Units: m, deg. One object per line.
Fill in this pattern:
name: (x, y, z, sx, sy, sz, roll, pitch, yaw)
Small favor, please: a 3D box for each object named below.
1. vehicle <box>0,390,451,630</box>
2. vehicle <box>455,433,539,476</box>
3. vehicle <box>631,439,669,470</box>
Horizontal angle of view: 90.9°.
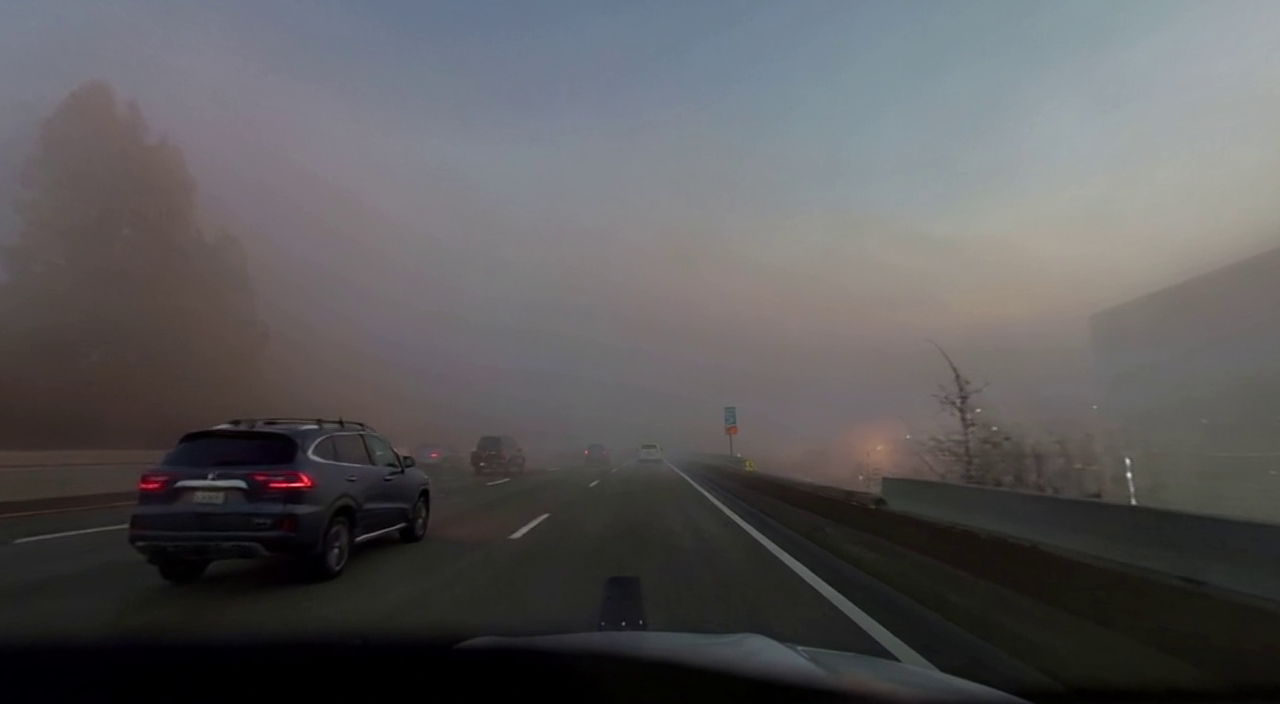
vehicle: (-3.997, 1.495, 7.058, 2.136, 1.718, 4.873, 0, -8, 1)
vehicle: (-6.856, 4.993, 31.052, 2.521, 1.901, 5.988, 0, -8, 2)
vehicle: (0.563, 6.176, 38.280, 2.135, 1.697, 4.757, 0, -8, 0)
